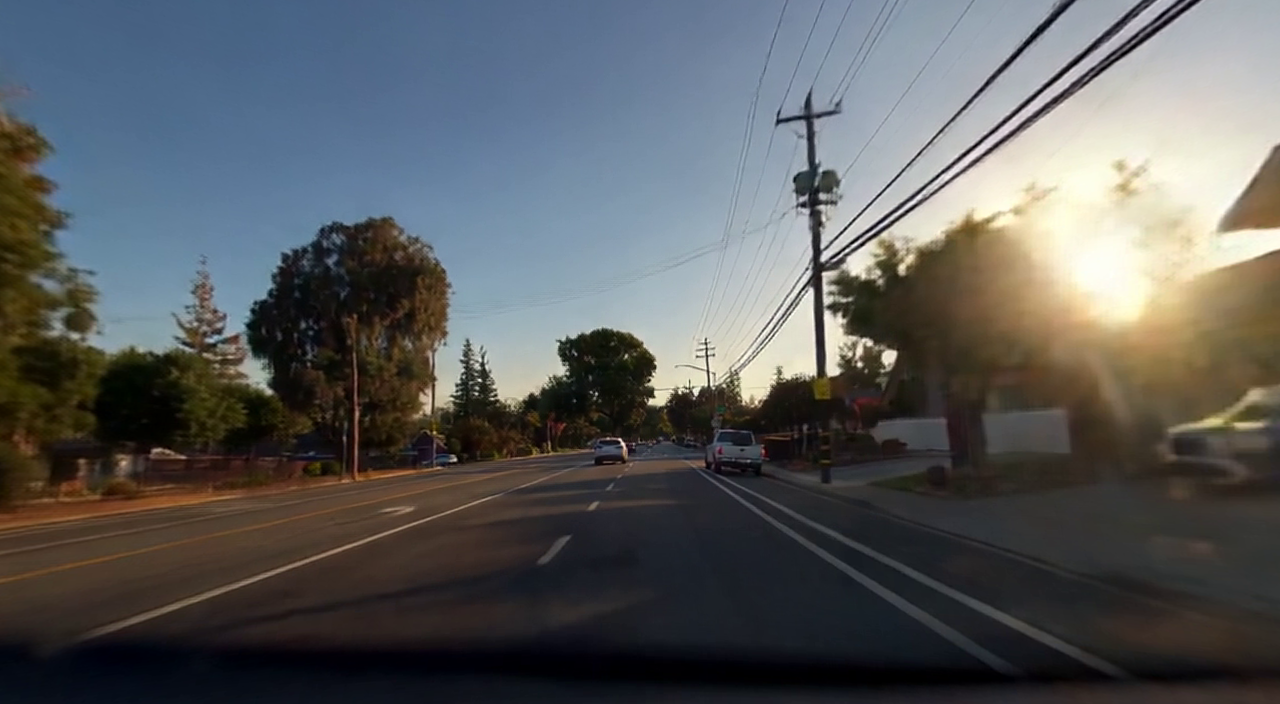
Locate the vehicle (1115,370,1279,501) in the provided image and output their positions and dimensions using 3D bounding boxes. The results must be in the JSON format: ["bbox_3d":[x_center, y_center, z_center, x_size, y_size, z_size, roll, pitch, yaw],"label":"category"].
[{"bbox_3d":[11.226,1.119,10.250,5.042,1.803,2.134,-7,-9,0],"label":"vehicle"}]

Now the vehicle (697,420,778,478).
[{"bbox_3d":[4.080,4.234,27.564,2.622,2.137,6.267,1,-9,1],"label":"vehicle"}]

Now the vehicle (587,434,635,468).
[{"bbox_3d":[-1.606,5.748,36.716,2.327,1.861,4.941,-1,-9,2],"label":"vehicle"}]
